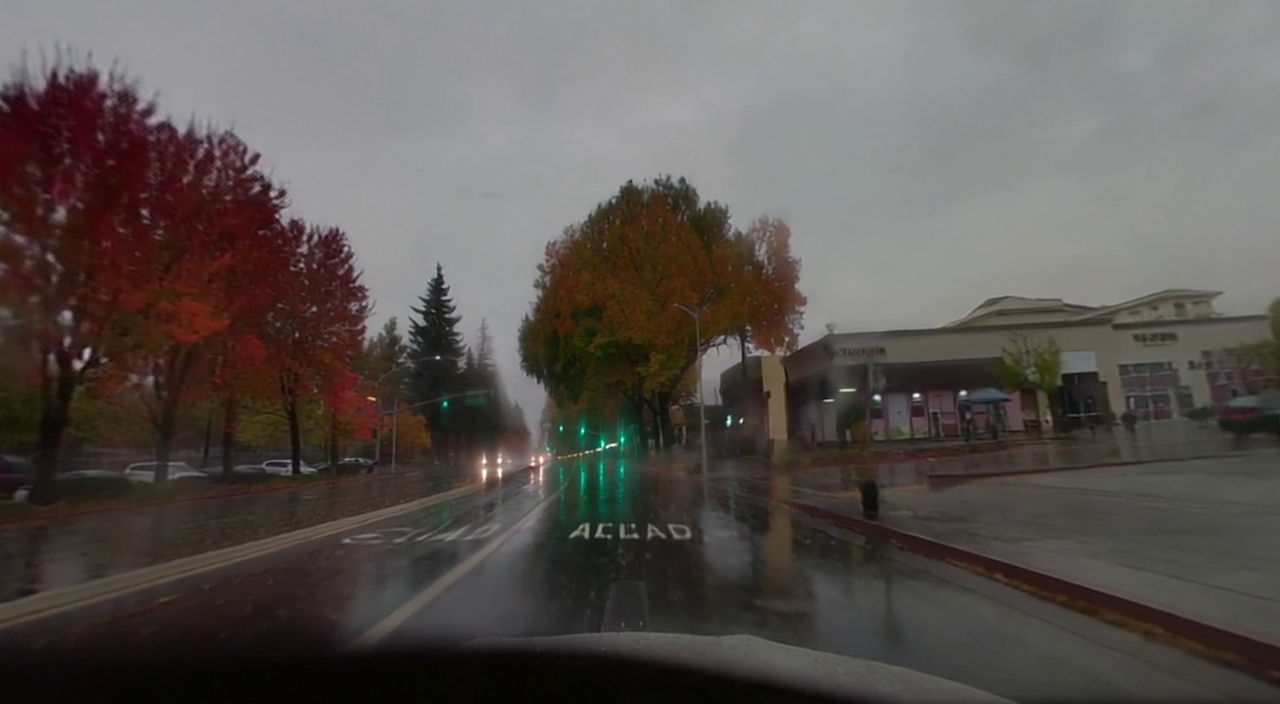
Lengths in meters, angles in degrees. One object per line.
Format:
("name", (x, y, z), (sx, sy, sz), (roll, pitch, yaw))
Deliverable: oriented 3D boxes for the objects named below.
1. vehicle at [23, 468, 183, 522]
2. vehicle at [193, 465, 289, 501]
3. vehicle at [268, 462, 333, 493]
("vehicle", (-18.769, 4.970, 22.284), (1.956, 1.550, 4.375), (0, -9, -3))
("vehicle", (-19.444, 6.388, 30.865), (1.887, 1.490, 4.432), (0, -9, -2))
("vehicle", (-20.016, 7.369, 37.175), (1.896, 1.495, 4.108), (-4, -9, -6))
